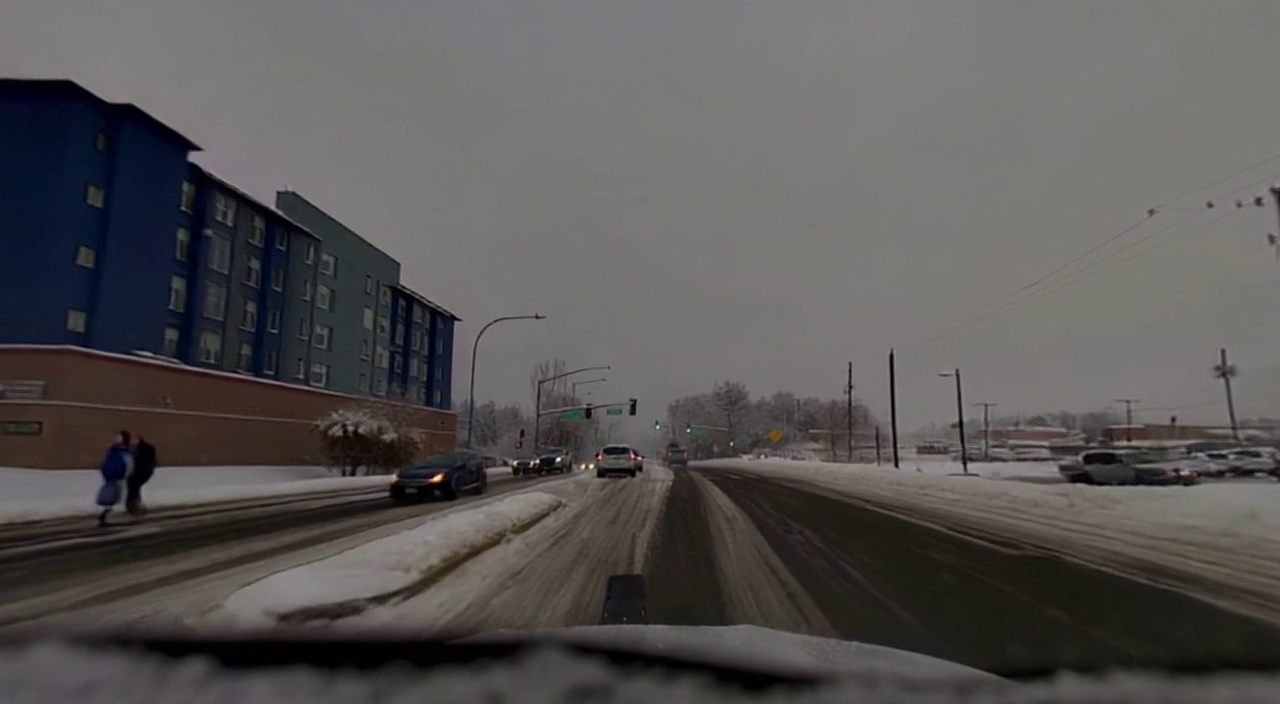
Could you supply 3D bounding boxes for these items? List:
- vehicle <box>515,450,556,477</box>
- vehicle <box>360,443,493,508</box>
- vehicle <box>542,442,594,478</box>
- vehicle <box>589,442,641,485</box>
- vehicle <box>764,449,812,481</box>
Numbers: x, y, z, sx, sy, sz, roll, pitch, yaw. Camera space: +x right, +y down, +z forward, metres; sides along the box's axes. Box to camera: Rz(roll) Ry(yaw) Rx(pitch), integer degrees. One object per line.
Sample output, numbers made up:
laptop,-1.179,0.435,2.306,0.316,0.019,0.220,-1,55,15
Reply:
vehicle,-7.682,8.253,46.773,2.123,1.831,4.304,-1,-8,2
vehicle,-5.553,3.232,17.081,1.973,1.502,4.275,-1,-8,2
vehicle,-4.779,7.299,42.933,2.515,2.248,5.821,-1,-8,3
vehicle,-1.123,5.013,28.784,2.160,1.786,4.702,0,-8,-2
vehicle,8.795,6.696,37.804,1.952,1.749,4.311,-1,-8,2
